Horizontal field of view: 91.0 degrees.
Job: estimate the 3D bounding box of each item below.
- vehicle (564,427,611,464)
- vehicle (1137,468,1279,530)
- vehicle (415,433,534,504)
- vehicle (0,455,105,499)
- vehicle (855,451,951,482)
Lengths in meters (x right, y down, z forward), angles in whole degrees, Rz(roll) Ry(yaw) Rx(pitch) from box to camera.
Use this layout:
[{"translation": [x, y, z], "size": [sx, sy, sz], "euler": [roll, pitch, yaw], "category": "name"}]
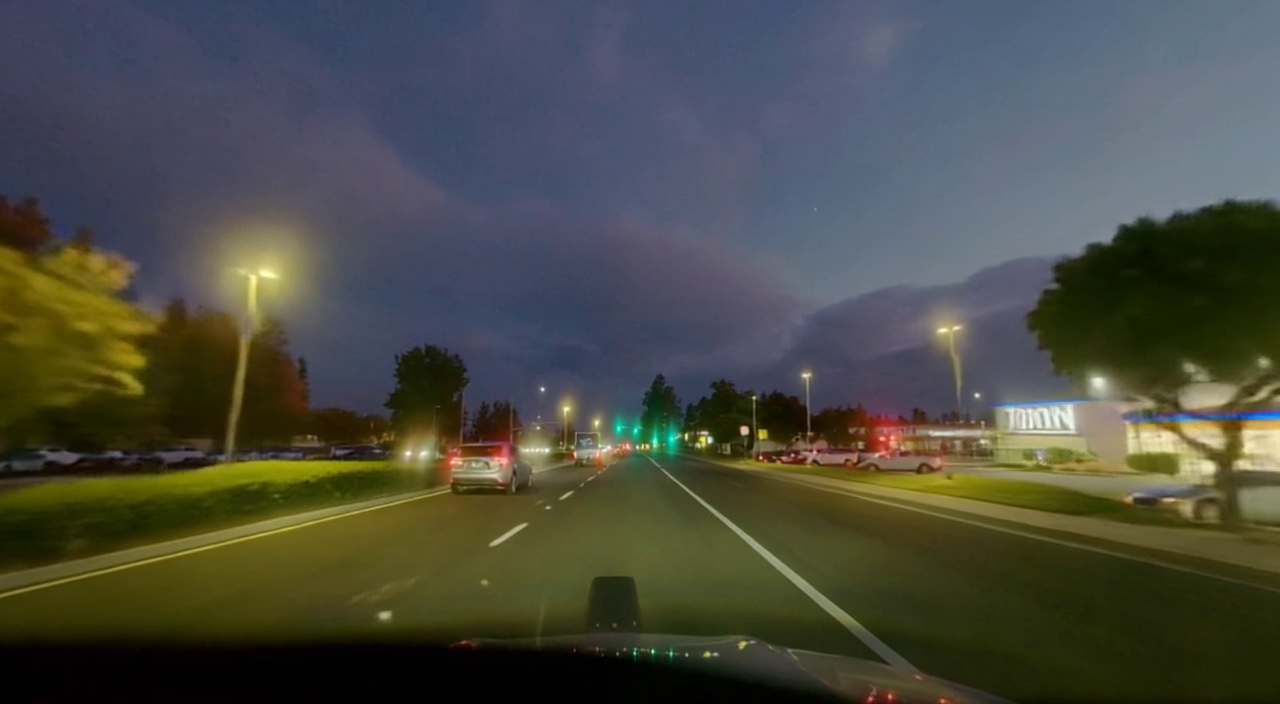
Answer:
[{"translation": [-3.753, 6.970, 46.764], "size": [2.917, 2.524, 6.990], "euler": [0, -9, 0], "category": "vehicle"}, {"translation": [16.581, 3.887, 16.838], "size": [4.723, 1.466, 2.085], "euler": [0, -9, 0], "category": "vehicle"}, {"translation": [-4.333, 3.125, 17.309], "size": [2.109, 1.672, 4.256], "euler": [0, -9, 0], "category": "vehicle"}, {"translation": [-22.945, 4.613, 23.473], "size": [1.885, 1.428, 4.638], "euler": [0, -9, -1], "category": "vehicle"}, {"translation": [16.591, 7.220, 39.879], "size": [5.041, 1.803, 2.182], "euler": [-1, -9, 1], "category": "vehicle"}]
